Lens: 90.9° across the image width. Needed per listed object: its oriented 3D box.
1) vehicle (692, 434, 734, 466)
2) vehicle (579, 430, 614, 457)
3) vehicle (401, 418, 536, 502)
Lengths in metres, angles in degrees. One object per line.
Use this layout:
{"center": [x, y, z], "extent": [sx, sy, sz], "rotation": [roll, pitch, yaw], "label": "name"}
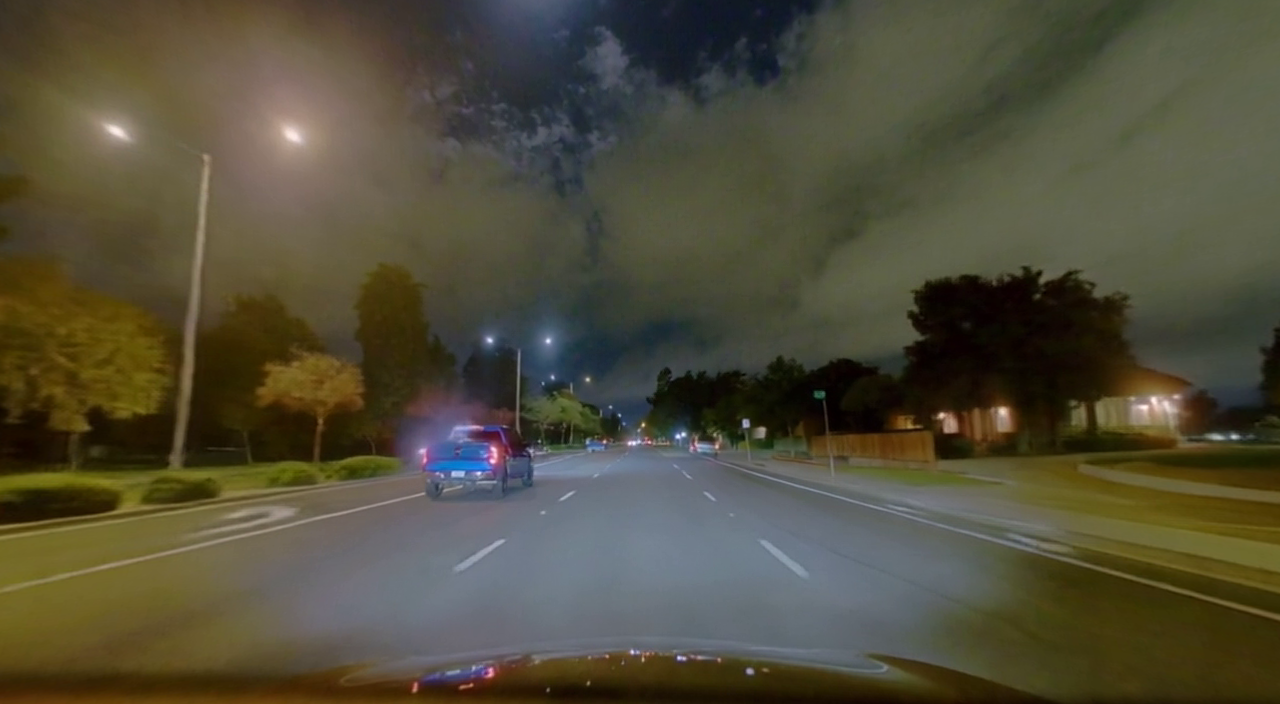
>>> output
{"center": [4.203, 5.717, 37.025], "extent": [2.016, 1.736, 4.356], "rotation": [0, -8, 1], "label": "vehicle"}
{"center": [-3.311, 7.082, 48.854], "extent": [2.230, 1.987, 4.385], "rotation": [0, -8, 2], "label": "vehicle"}
{"center": [-4.052, 2.638, 15.841], "extent": [2.002, 1.747, 4.728], "rotation": [0, -8, 0], "label": "vehicle"}
